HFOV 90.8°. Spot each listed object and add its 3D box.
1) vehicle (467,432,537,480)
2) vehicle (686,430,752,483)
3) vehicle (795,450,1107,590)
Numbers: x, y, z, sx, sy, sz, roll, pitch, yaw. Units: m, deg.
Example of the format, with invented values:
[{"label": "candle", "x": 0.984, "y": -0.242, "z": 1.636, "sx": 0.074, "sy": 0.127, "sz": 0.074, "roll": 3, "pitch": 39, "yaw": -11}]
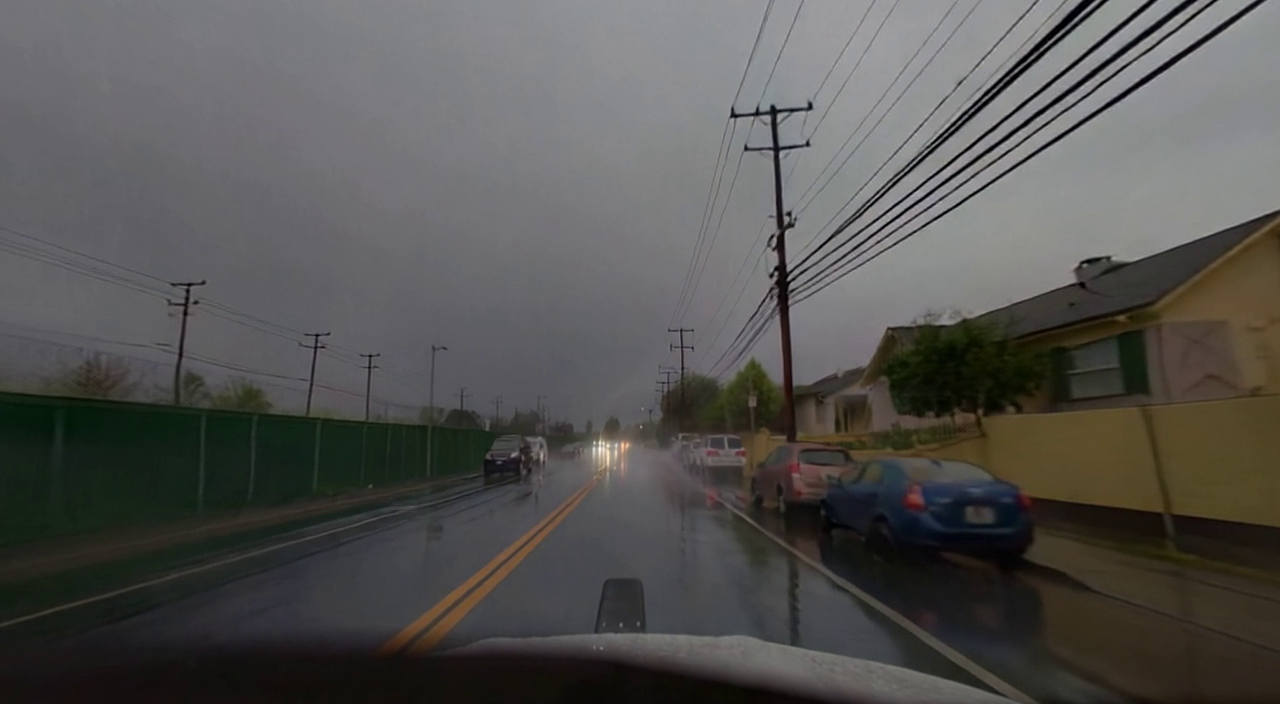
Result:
[{"label": "vehicle", "x": -6.723, "y": 5.103, "z": 31.431, "sx": 2.268, "sy": 2.154, "sz": 5.321, "roll": 0, "pitch": -8, "yaw": 0}, {"label": "vehicle", "x": 3.255, "y": 4.462, "z": 27.271, "sx": 2.053, "sy": 2.005, "sz": 5.495, "roll": 0, "pitch": -9, "yaw": -1}, {"label": "vehicle", "x": 3.580, "y": 1.977, "z": 8.319, "sx": 1.984, "sy": 1.342, "sz": 4.066, "roll": 0, "pitch": -9, "yaw": -1}]
